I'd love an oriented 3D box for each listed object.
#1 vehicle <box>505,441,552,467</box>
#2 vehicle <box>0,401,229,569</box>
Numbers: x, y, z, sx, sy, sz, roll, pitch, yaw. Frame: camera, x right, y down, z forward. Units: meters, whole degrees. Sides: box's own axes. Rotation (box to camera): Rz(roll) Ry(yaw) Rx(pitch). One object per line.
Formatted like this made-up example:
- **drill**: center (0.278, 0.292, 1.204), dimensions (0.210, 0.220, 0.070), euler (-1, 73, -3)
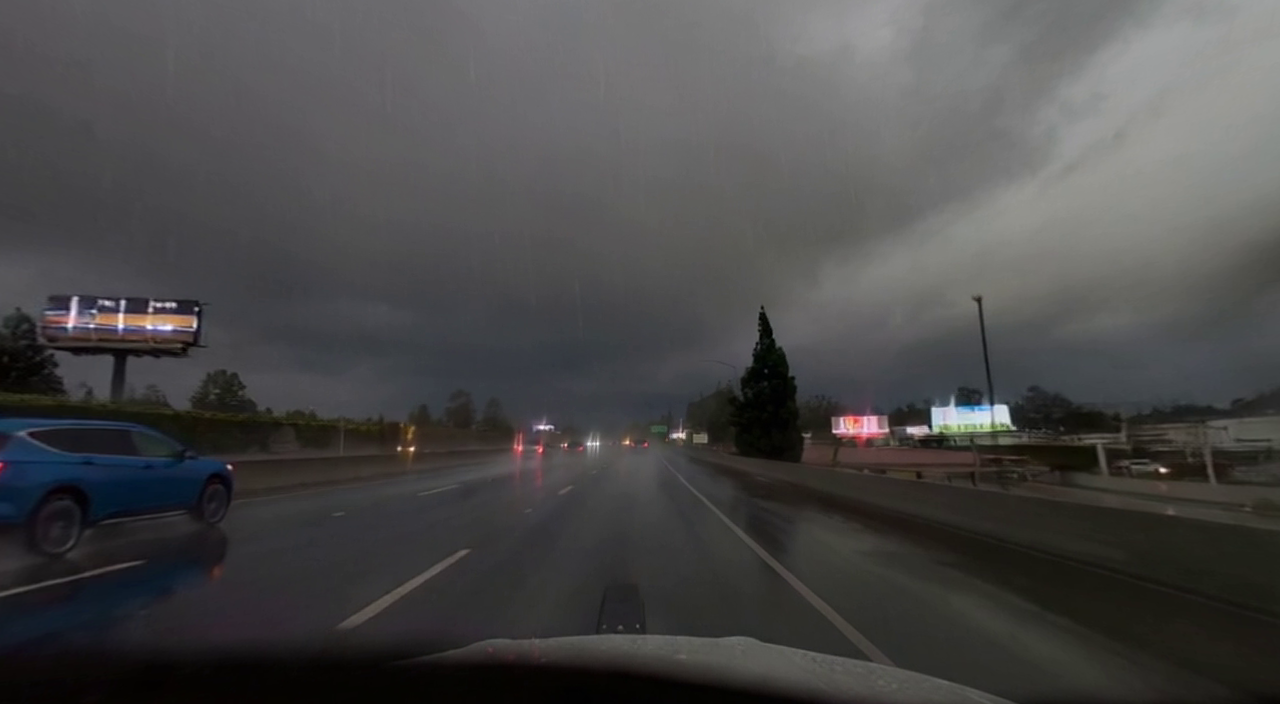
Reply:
- **vehicle**: center (-6.954, 6.402, 39.848), dimensions (2.008, 1.520, 4.731), euler (0, -9, 1)
- **vehicle**: center (-7.538, 1.503, 7.440), dimensions (2.055, 1.683, 4.804), euler (0, -9, 1)
